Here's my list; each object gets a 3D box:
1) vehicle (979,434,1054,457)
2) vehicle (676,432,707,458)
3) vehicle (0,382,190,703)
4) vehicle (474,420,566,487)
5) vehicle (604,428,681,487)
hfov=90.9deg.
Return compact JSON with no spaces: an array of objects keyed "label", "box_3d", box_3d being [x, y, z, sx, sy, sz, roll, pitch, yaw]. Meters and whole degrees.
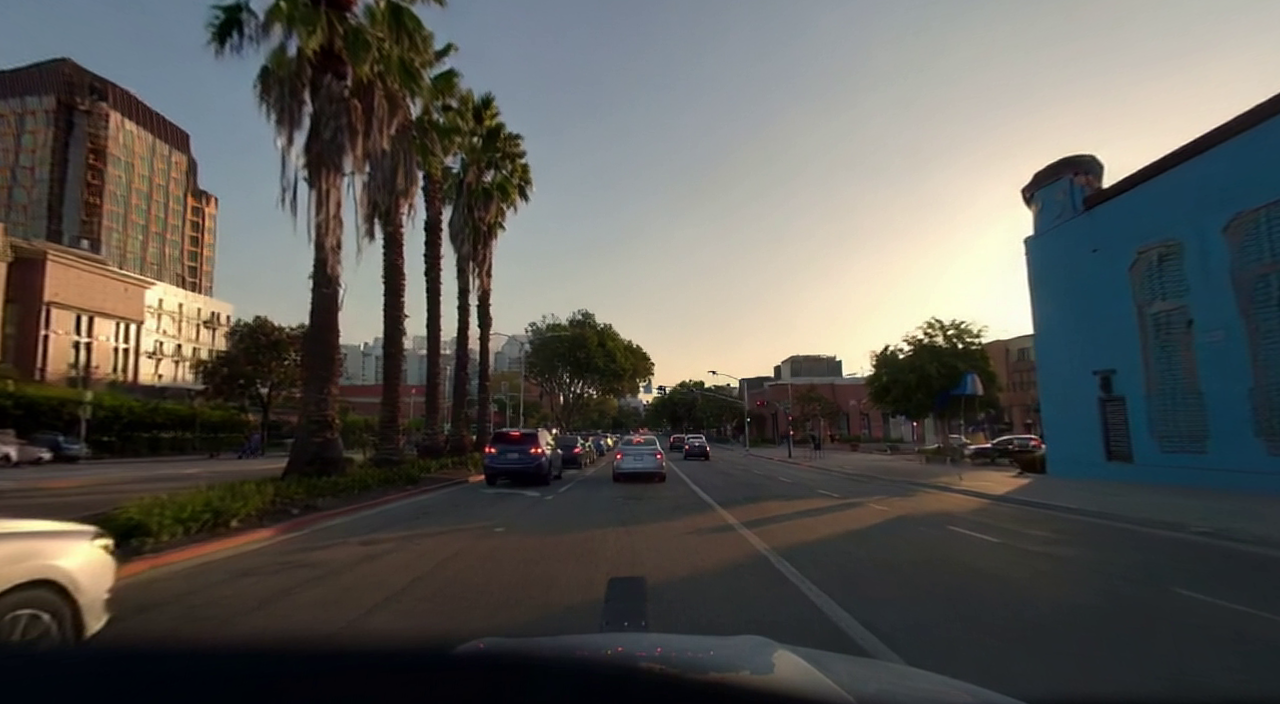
[{"label":"vehicle","box_3d":[25.570,6.369,42.837,3.914,1.427,1.779,-1,-8,-1]},{"label":"vehicle","box_3d":[3.844,7.044,47.684,1.992,1.834,4.572,0,-8,0]},{"label":"vehicle","box_3d":[-3.587,0.706,1.315,1.875,1.526,4.542,0,-8,1]},{"label":"vehicle","box_3d":[-3.394,2.995,18.742,1.914,1.741,4.398,0,-8,-1]},{"label":"vehicle","box_3d":[0.062,3.197,19.400,2.114,1.585,4.285,0,-8,0]}]
